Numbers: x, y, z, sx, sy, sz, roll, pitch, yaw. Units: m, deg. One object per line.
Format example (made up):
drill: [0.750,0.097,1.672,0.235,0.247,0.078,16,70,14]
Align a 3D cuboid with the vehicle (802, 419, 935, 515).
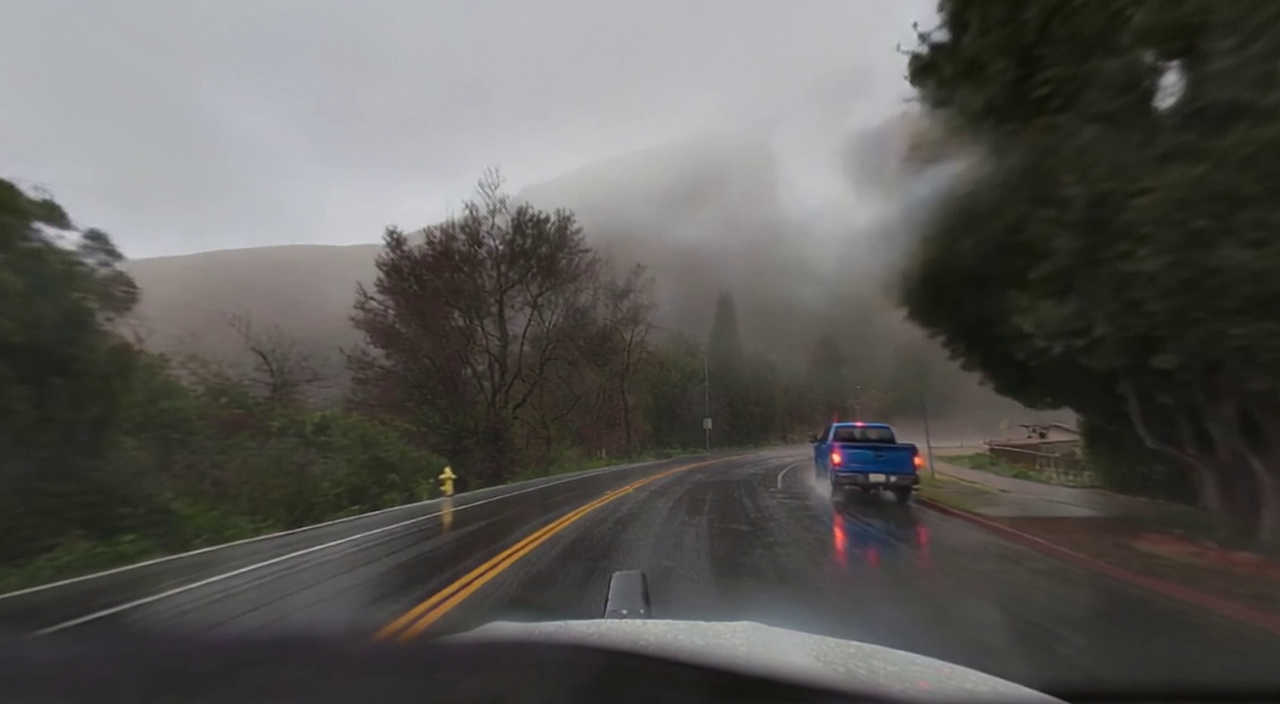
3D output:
vehicle: [4.988,2.516,14.419,1.992,1.817,4.467,0,-8,9]
